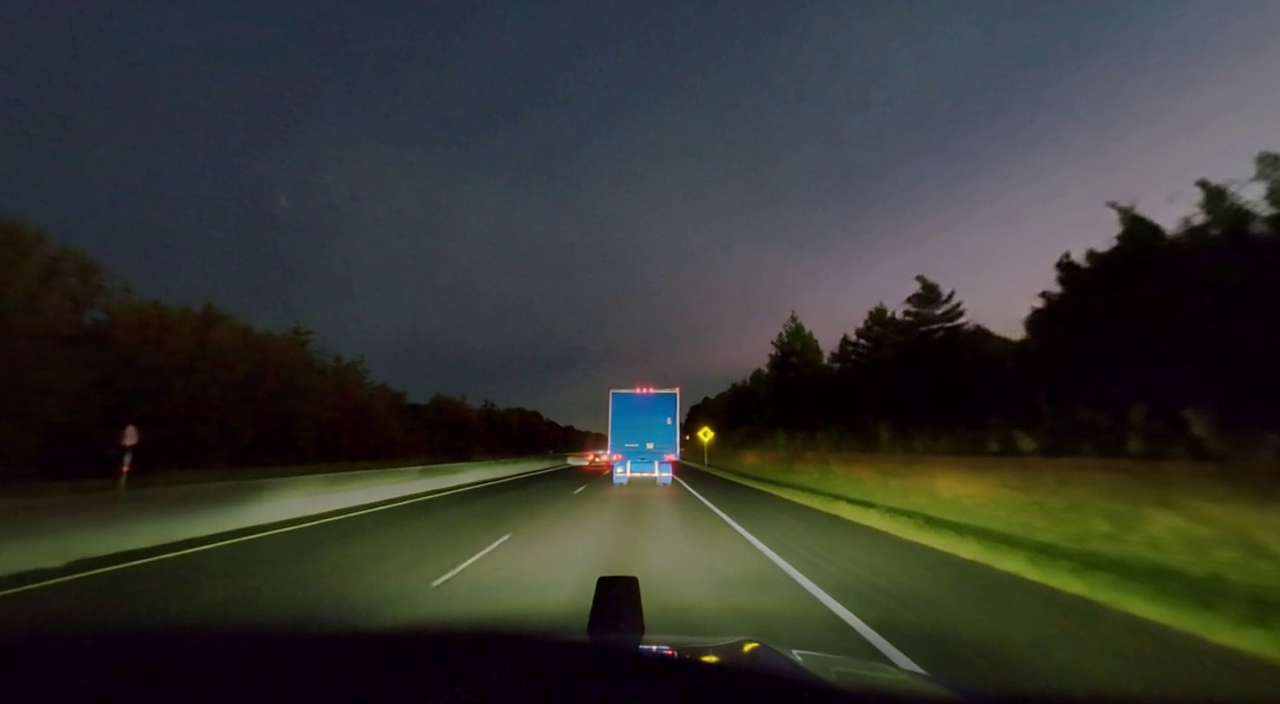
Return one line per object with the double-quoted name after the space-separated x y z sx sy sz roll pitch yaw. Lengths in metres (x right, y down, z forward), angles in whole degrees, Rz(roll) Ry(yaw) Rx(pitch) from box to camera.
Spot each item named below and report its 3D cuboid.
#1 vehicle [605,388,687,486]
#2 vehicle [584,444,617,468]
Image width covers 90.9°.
0.093 3.722 27.141 2.913 3.530 8.648 0 -9 -2 "vehicle"
-2.917 7.827 47.513 2.160 1.661 4.388 0 -9 1 "vehicle"
